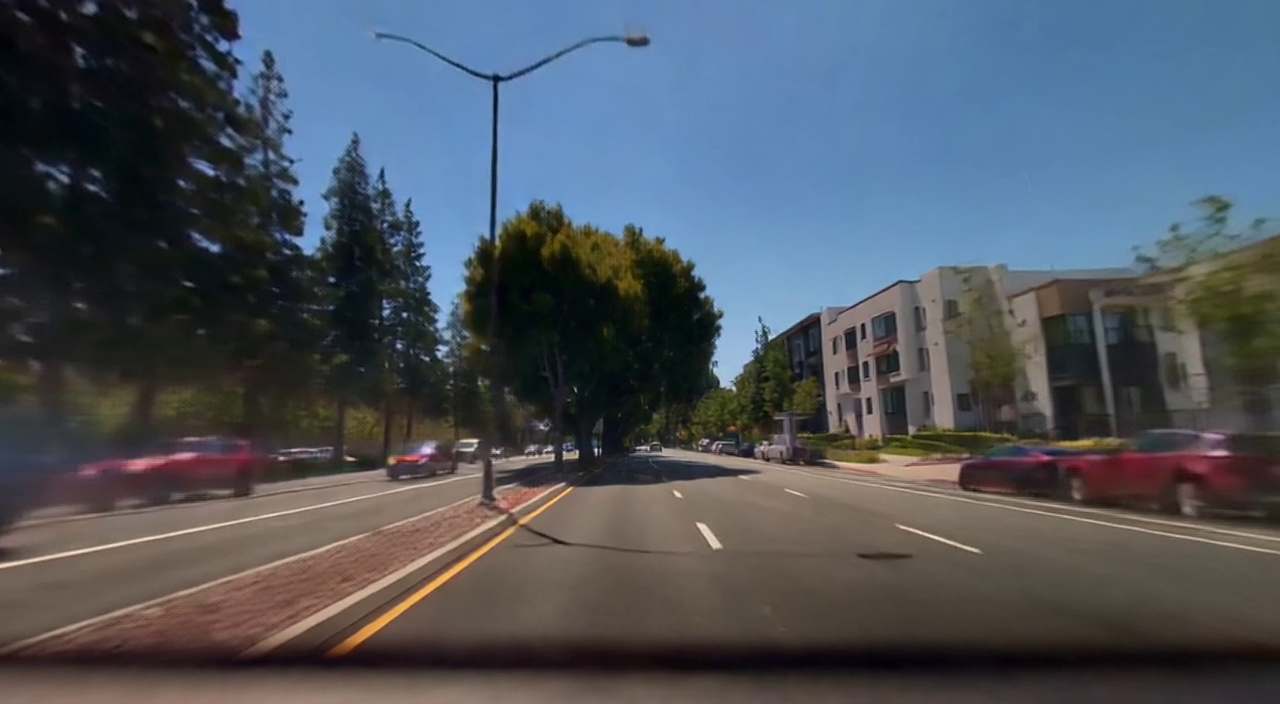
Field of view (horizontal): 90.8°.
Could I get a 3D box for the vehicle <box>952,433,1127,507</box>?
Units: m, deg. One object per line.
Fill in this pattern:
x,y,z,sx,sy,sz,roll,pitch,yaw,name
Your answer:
10.364,3.051,16.867,1.790,1.689,4.291,0,-8,-1,vehicle

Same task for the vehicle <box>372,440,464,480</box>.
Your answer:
-8.983,4.402,26.050,2.001,1.477,4.754,0,-8,1,vehicle

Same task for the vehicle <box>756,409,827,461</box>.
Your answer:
9.547,5.418,40.773,2.670,3.016,7.732,0,-8,1,vehicle

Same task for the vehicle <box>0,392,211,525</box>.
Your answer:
-12.204,2.188,13.327,2.243,2.272,5.683,0,-8,1,vehicle

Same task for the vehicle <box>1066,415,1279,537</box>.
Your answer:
10.287,2.071,11.079,2.043,1.761,5.022,0,-8,-1,vehicle

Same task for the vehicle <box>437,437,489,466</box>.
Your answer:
-12.189,6.871,43.925,2.180,1.904,4.631,0,-8,1,vehicle
